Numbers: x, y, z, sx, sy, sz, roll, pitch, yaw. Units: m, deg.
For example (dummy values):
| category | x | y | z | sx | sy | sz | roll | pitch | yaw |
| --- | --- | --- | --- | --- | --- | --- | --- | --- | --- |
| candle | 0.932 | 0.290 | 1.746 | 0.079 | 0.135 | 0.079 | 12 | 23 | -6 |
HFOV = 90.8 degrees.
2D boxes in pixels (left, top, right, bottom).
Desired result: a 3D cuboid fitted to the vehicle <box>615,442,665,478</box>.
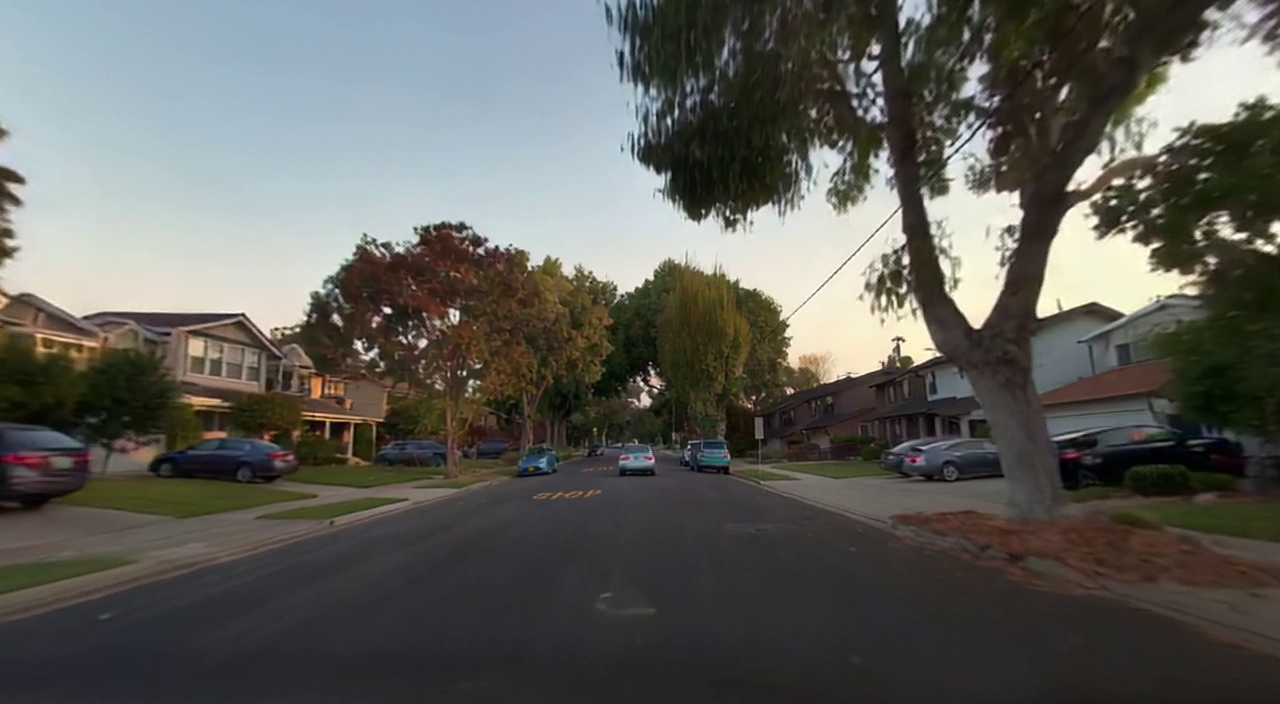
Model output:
| category | x | y | z | sx | sy | sz | roll | pitch | yaw |
| --- | --- | --- | --- | --- | --- | --- | --- | --- | --- |
| vehicle | 0.013 | 4.716 | 27.810 | 2.000 | 1.449 | 4.006 | 0 | -8 | 0 |

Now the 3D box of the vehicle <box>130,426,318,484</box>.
| category | x | y | z | sx | sy | sz | roll | pitch | yaw |
| --- | --- | --- | --- | --- | --- | --- | --- | --- | --- |
| vehicle | -12.960 | 3.215 | 19.872 | 4.551 | 1.700 | 1.920 | 0 | -8 | 2 |

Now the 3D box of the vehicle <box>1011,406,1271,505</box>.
| category | x | y | z | sx | sy | sz | roll | pitch | yaw |
| --- | --- | --- | --- | --- | --- | --- | --- | --- | --- |
| vehicle | 12.052 | 2.474 | 15.433 | 4.620 | 1.735 | 1.969 | -6 | -7 | -4 |

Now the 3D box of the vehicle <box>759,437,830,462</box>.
| category | x | y | z | sx | sy | sz | roll | pitch | yaw |
| --- | --- | --- | --- | --- | --- | --- | --- | --- | --- |
| vehicle | 11.417 | 7.260 | 46.999 | 4.730 | 1.504 | 1.894 | -4 | -8 | 1 |

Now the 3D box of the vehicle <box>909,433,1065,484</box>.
| category | x | y | z | sx | sy | sz | roll | pitch | yaw |
| --- | --- | --- | --- | --- | --- | --- | --- | --- | --- |
| vehicle | 11.769 | 3.609 | 21.613 | 4.157 | 1.520 | 1.938 | -1 | -8 | -3 |

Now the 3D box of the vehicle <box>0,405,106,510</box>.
| category | x | y | z | sx | sy | sz | roll | pitch | yaw |
| --- | --- | --- | --- | --- | --- | --- | --- | --- | --- |
| vehicle | -12.862 | 1.901 | 11.454 | 4.510 | 1.728 | 1.997 | 0 | -8 | 1 |

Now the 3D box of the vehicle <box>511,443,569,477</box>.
| category | x | y | z | sx | sy | sz | roll | pitch | yaw |
| --- | --- | --- | --- | --- | --- | --- | --- | --- | --- |
| vehicle | -5.062 | 5.520 | 32.543 | 1.984 | 1.498 | 4.508 | -3 | -8 | 3 |

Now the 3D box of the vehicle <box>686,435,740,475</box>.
| category | x | y | z | sx | sy | sz | roll | pitch | yaw |
| --- | --- | --- | --- | --- | --- | --- | --- | --- | --- |
| vehicle | 3.854 | 5.548 | 34.320 | 2.221 | 1.960 | 4.927 | 0 | -8 | -2 |
